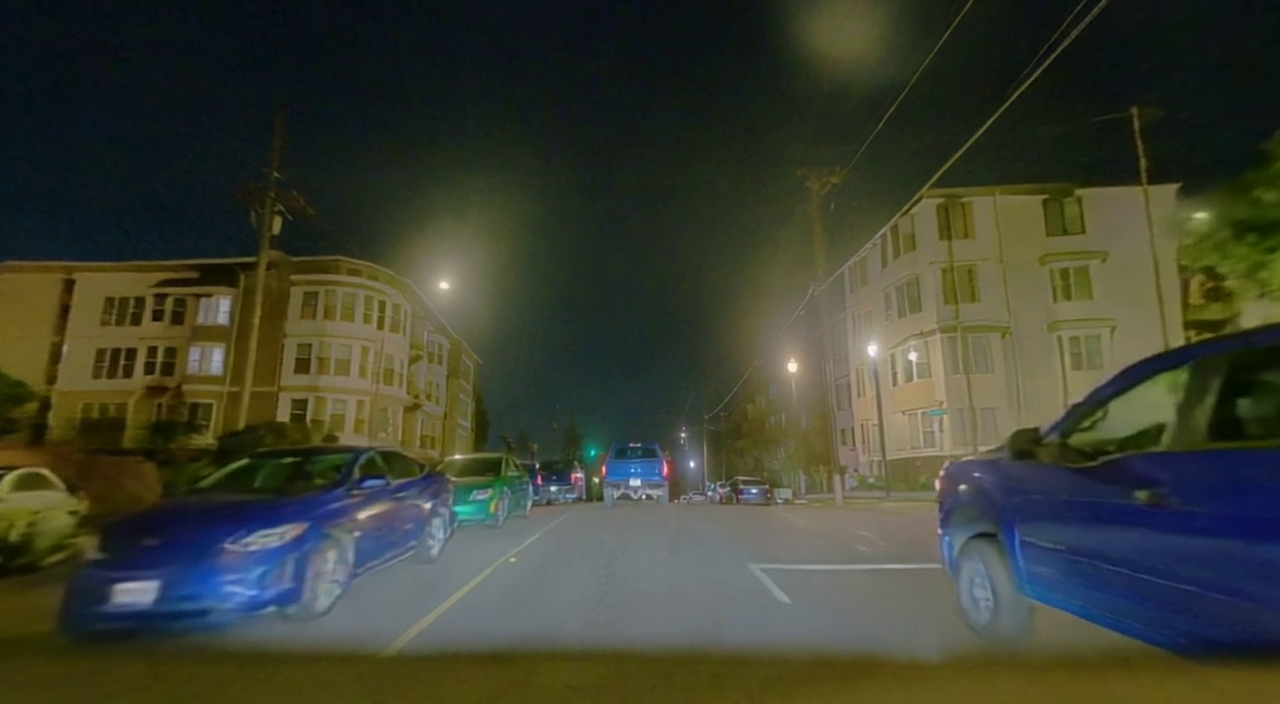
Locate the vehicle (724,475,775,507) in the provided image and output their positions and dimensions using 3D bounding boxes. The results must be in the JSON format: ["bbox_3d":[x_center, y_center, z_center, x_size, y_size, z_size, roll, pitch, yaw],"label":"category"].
[{"bbox_3d":[5.996,7.666,35.131,2.023,1.611,4.614,0,-10,0],"label":"vehicle"}]

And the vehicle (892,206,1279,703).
[{"bbox_3d":[2.613,0.586,1.500,2.027,1.907,4.736,0,-9,0],"label":"vehicle"}]

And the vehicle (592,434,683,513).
[{"bbox_3d":[-0.039,3.463,18.432,2.308,1.940,4.125,-2,-9,1],"label":"vehicle"}]

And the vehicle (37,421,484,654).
[{"bbox_3d":[-3.086,1.567,6.461,1.898,1.539,4.320,0,-9,0],"label":"vehicle"}]
